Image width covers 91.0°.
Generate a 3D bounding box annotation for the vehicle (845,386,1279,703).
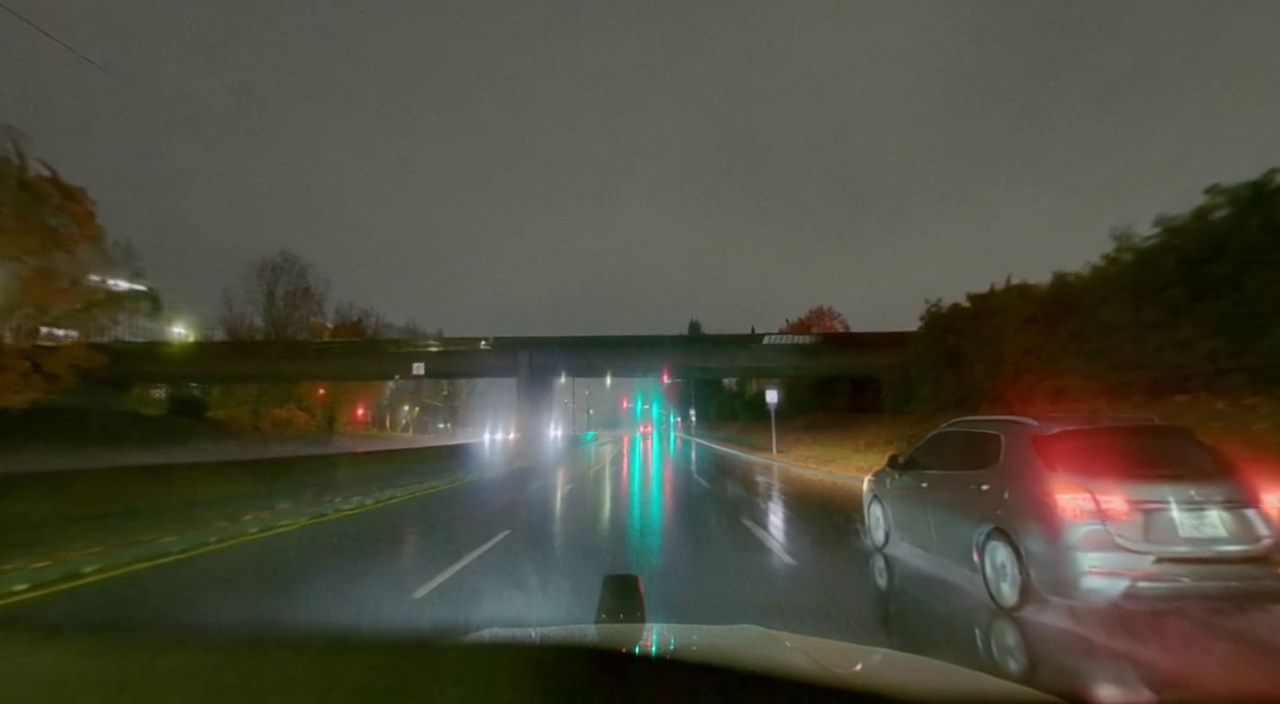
[{"bbox_3d":[3.510,1.260,5.309,2.063,1.542,4.420,0,-8,0],"label":"vehicle"}]
